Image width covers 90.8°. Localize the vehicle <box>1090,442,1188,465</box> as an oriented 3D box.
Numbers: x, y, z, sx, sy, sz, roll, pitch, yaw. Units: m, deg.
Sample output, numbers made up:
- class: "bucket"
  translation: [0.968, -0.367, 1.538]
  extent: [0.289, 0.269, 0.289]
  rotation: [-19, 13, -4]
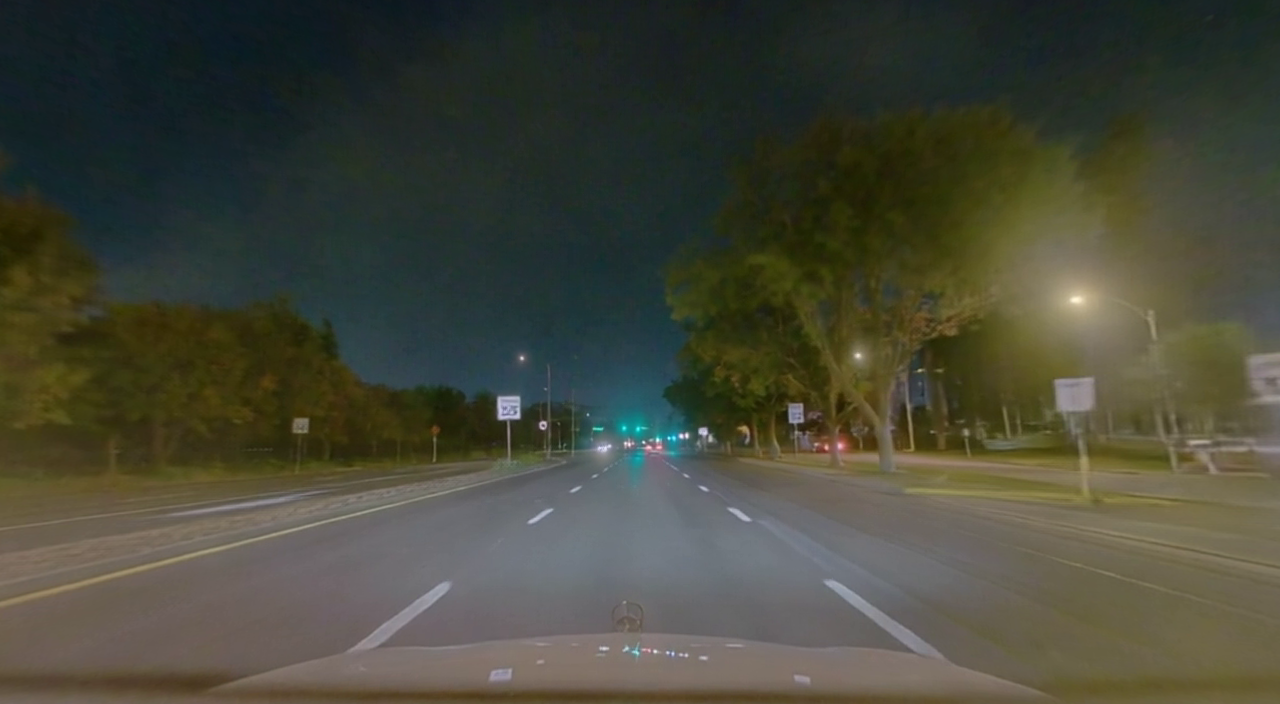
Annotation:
- class: "vehicle"
  translation: [33.880, 6.877, 43.022]
  extent: [1.918, 1.430, 4.904]
  rotation: [8, -11, -42]
